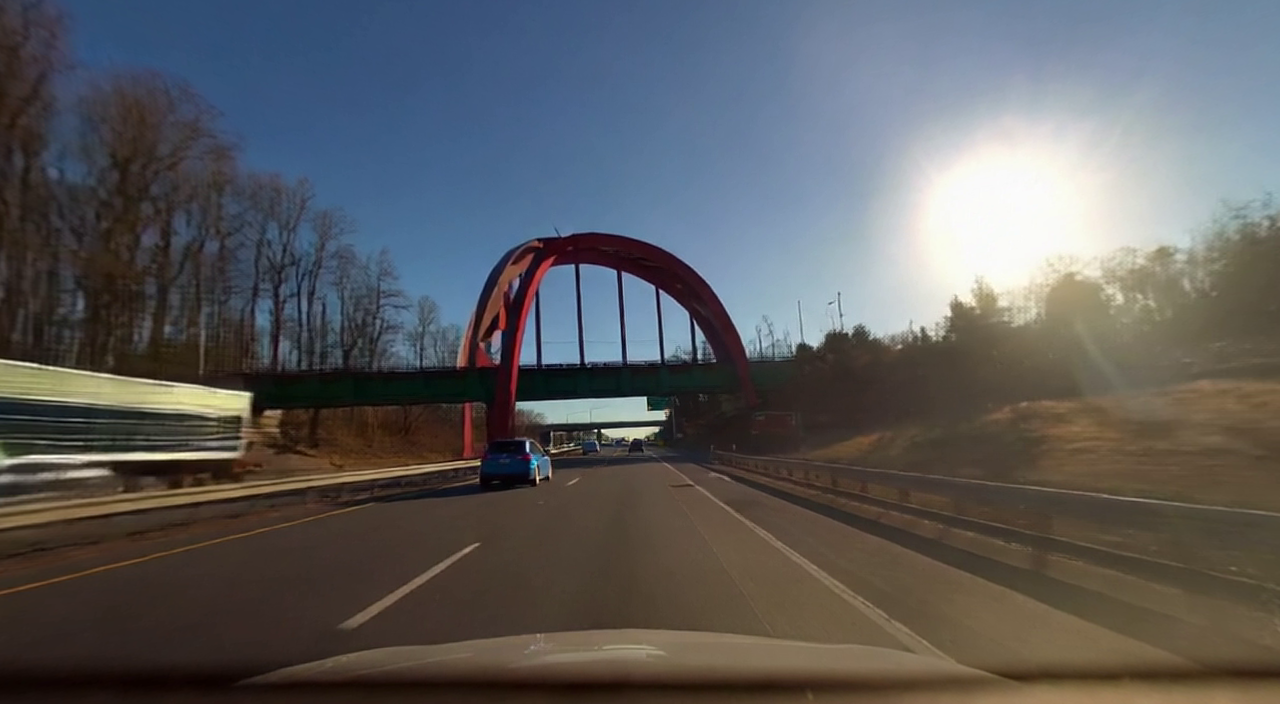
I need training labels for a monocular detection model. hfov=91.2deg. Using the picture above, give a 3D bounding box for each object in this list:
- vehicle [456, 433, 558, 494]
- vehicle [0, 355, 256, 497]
[{"bbox_3d":[-3.740,3.224,18.529,2.052,1.556,4.405,0,-8,0],"label":"vehicle"},{"bbox_3d":[-18.667,2.677,21.449,2.891,3.794,13.043,0,-8,0],"label":"vehicle"}]
